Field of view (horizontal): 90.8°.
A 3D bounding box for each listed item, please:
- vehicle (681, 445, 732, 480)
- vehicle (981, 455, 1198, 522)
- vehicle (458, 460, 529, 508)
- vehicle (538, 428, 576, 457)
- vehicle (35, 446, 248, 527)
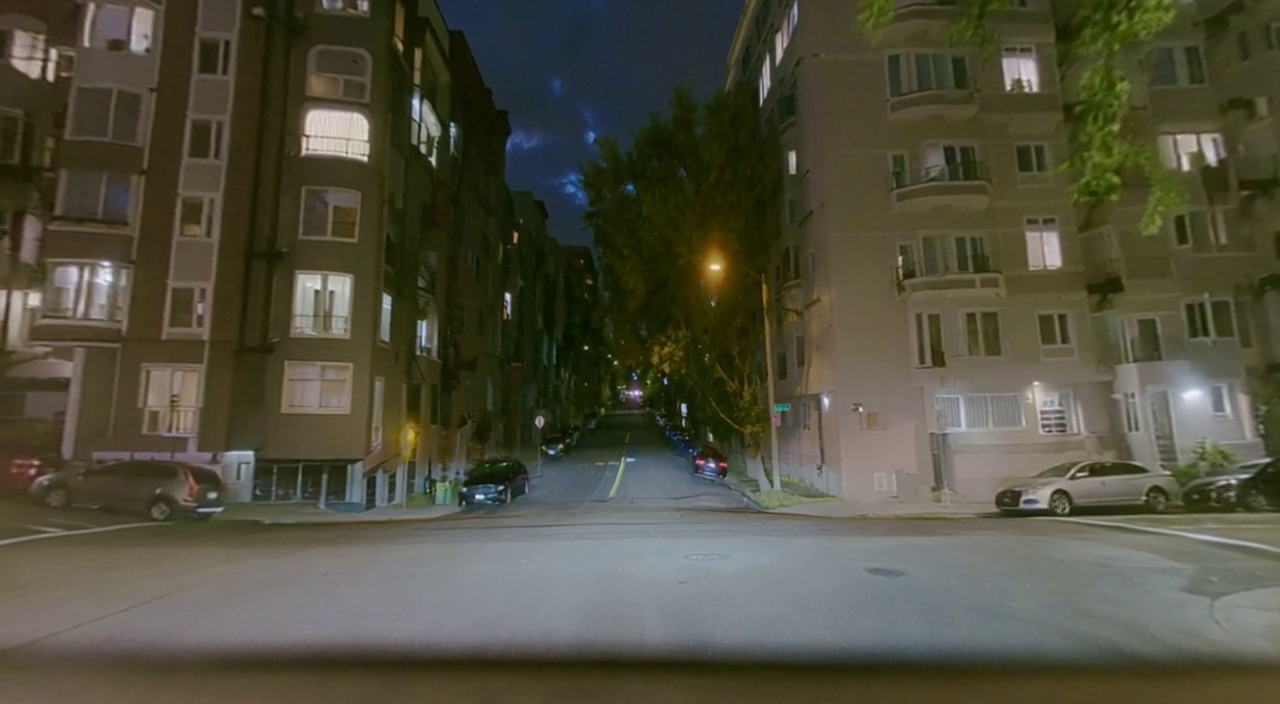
[{"bbox_3d":[3.417,5.786,33.326,2.051,1.526,4.673,0,-6,-2],"label":"vehicle"},{"bbox_3d":[12.524,3.805,17.843,4.596,1.690,1.972,0,-8,-1],"label":"vehicle"},{"bbox_3d":[-5.852,5.293,25.719,1.987,1.662,4.141,-2,-9,-1],"label":"vehicle"},{"bbox_3d":[-6.171,6.752,47.445,2.101,1.732,4.119,-3,-3,3],"label":"vehicle"},{"bbox_3d":[-13.971,3.795,17.911,4.243,1.676,1.844,6,-12,1],"label":"vehicle"}]
